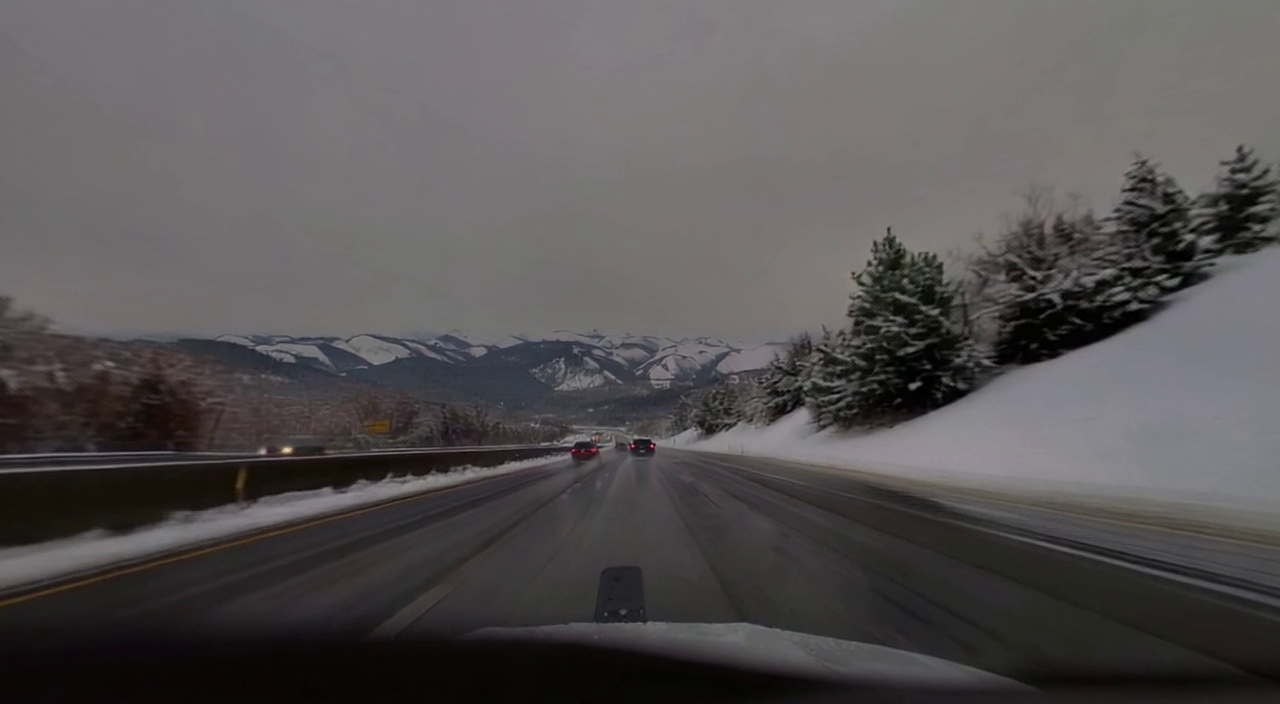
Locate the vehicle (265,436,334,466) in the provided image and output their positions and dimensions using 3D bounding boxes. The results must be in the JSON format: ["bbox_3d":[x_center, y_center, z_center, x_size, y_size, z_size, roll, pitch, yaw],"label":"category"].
[{"bbox_3d":[-21.143,6.133,39.158,1.839,1.745,4.411,0,-8,0],"label":"vehicle"}]

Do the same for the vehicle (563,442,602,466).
[{"bbox_3d":[-3.683,6.638,41.116,2.082,1.485,4.237,0,-8,1],"label":"vehicle"}]

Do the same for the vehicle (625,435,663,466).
[{"bbox_3d":[0.245,6.362,40.595,2.272,1.836,4.866,0,-8,0],"label":"vehicle"}]
